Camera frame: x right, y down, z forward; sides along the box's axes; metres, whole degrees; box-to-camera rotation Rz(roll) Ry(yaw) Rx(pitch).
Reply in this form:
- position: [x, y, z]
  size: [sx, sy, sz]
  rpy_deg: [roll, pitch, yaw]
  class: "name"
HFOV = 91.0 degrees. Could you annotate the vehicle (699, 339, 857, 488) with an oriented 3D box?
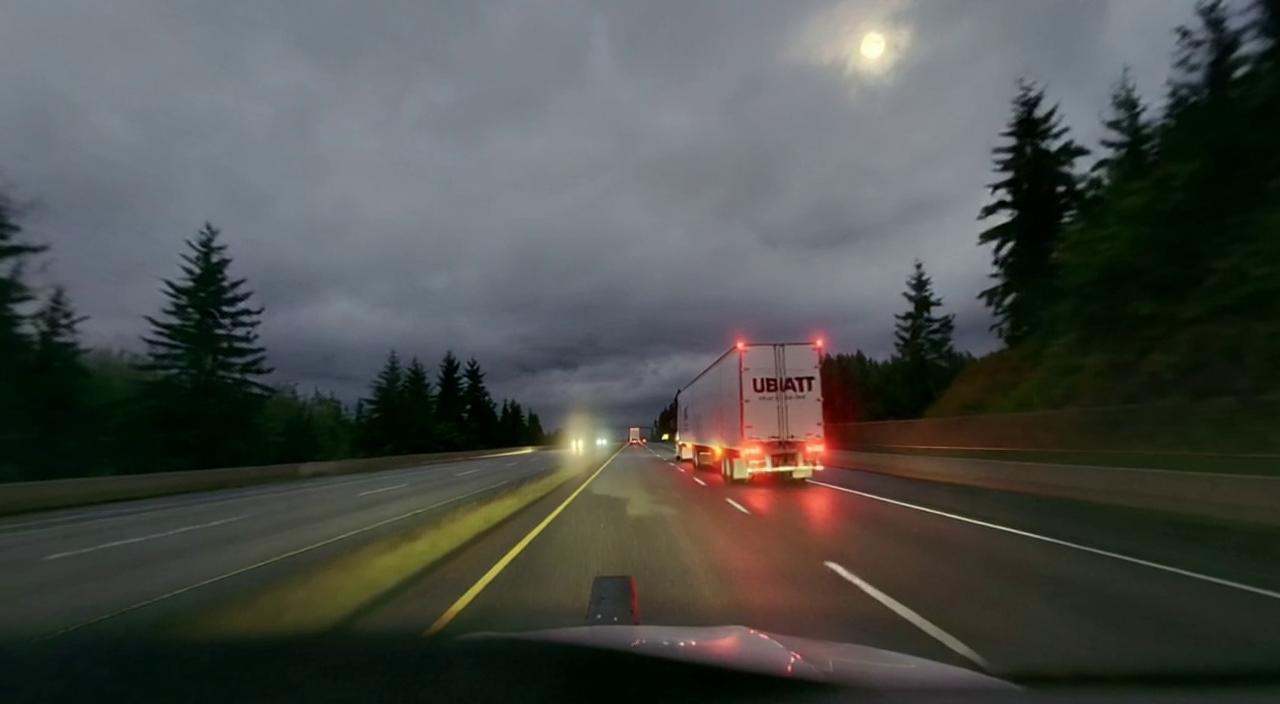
- position: [3.952, 2.148, 20.461]
  size: [3.006, 3.850, 8.310]
  rpy_deg: [0, -8, -1]
  class: "vehicle"
